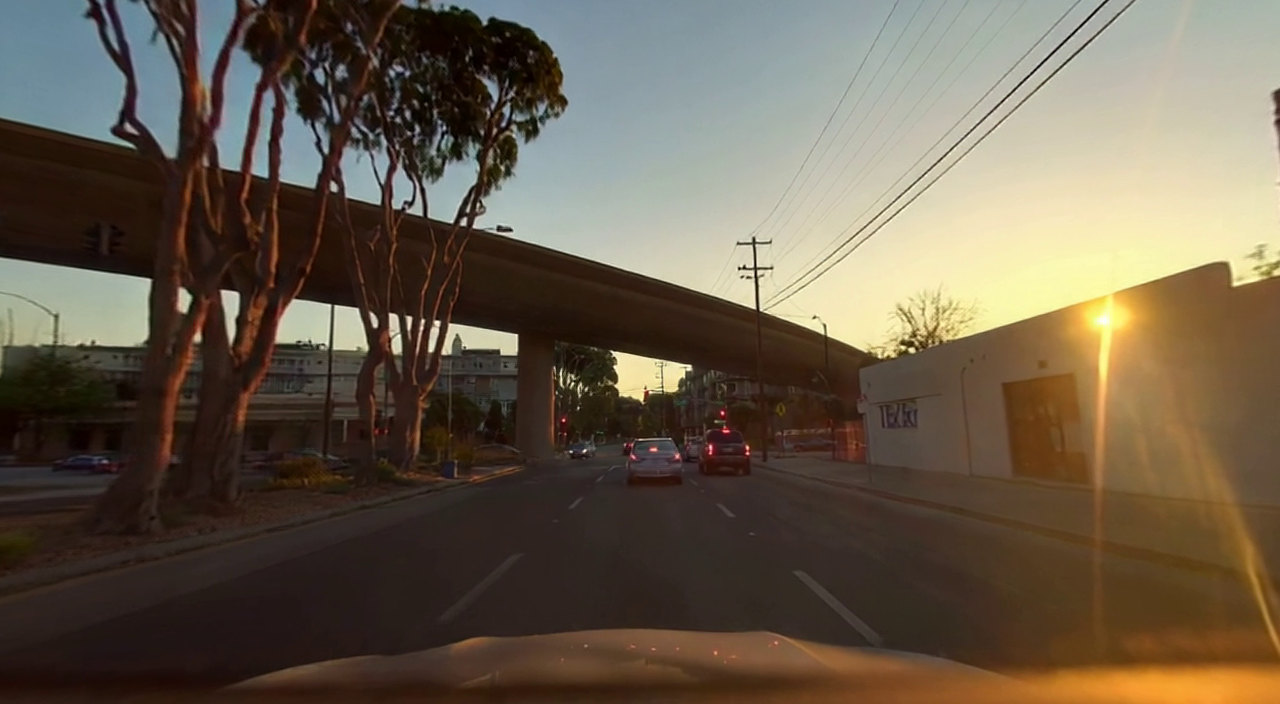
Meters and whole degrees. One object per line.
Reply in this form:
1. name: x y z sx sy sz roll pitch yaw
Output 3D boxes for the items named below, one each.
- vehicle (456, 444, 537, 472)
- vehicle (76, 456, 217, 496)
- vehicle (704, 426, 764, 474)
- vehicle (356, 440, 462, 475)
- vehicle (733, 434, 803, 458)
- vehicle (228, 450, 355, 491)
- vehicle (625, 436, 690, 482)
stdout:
1. vehicle: -8.413 6.222 37.192 1.860 1.543 4.302 -8 -11 43
2. vehicle: -21.021 5.239 27.053 1.873 1.462 4.283 -5 -10 30
3. vehicle: 4.222 4.488 29.019 2.080 1.999 4.379 0 -8 0
4. vehicle: -13.725 6.282 37.845 2.322 1.916 5.640 -6 -10 32
5. vehicle: 9.532 7.014 47.163 4.698 1.736 1.945 2 -9 -14
6. vehicle: -15.413 5.207 28.146 1.832 1.611 4.546 -6 -10 32
7. vehicle: 0.573 3.788 22.653 2.101 1.467 4.210 0 -8 0
